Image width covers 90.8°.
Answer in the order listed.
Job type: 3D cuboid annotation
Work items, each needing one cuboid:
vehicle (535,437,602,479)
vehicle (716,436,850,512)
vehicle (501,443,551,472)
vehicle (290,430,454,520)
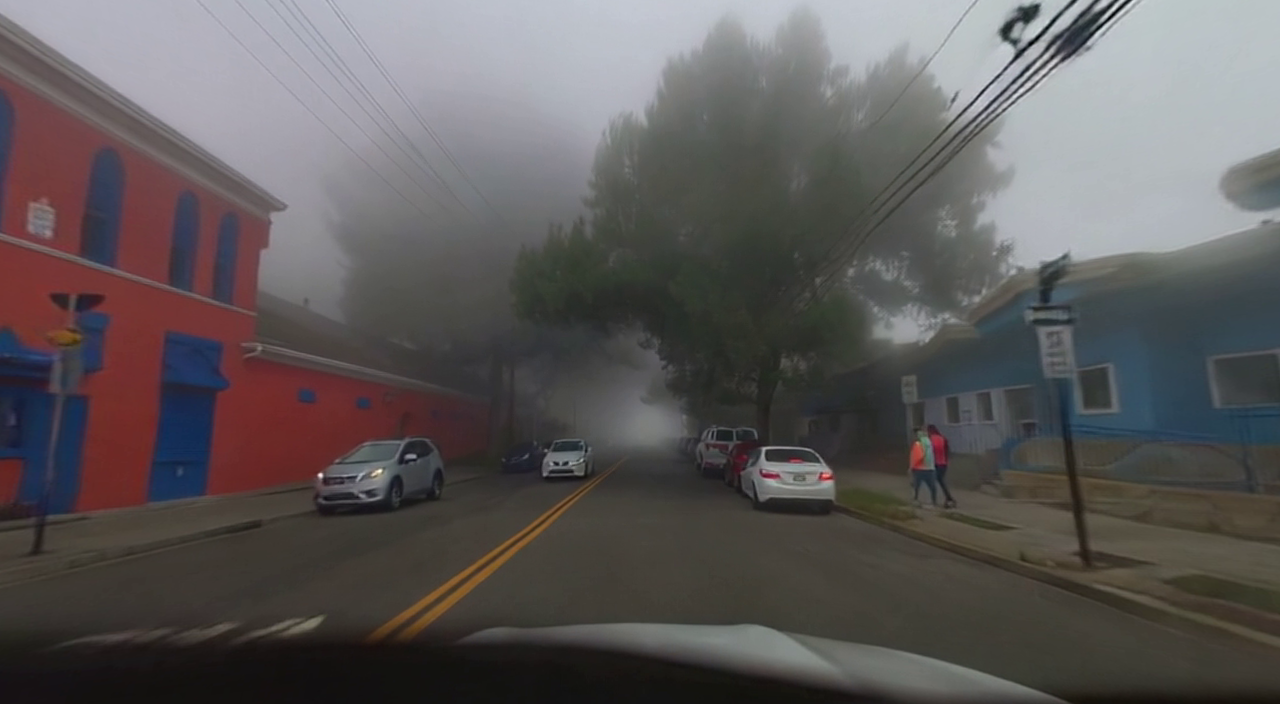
[{"bbox_3d":[-2.750,4.204,25.353,2.036,1.515,4.437,-1,-8,2],"label":"vehicle"},{"bbox_3d":[3.098,2.734,14.749,1.966,1.471,4.552,0,-8,-1],"label":"vehicle"},{"bbox_3d":[-6.289,5.852,35.356,1.844,1.486,4.474,-1,-8,2],"label":"vehicle"},{"bbox_3d":[-6.351,2.894,15.601,2.140,1.746,4.385,-4,-7,0],"label":"vehicle"}]
